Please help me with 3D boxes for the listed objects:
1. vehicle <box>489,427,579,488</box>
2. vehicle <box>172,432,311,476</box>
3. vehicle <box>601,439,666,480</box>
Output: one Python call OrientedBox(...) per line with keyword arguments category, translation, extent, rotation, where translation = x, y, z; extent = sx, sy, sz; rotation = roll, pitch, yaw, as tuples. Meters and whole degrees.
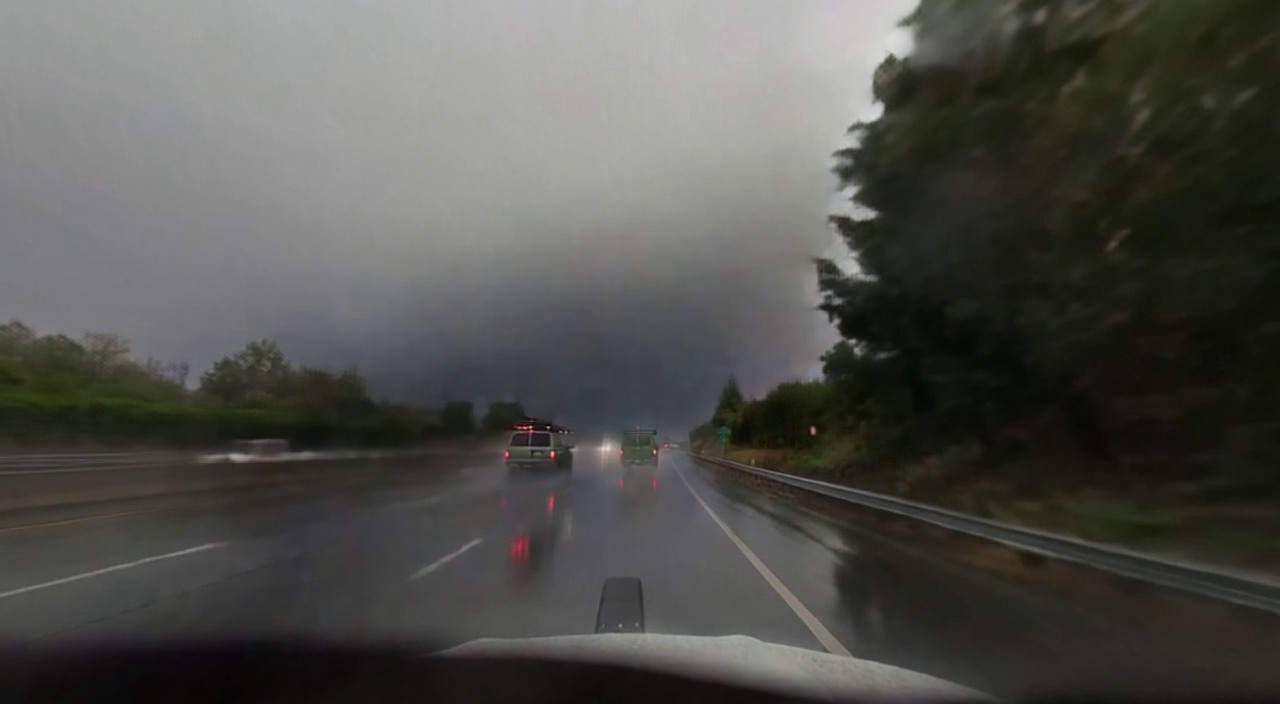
OrientedBox(category="vehicle", translation=(-3.679, 3.771, 22.825), extent=(2.250, 1.947, 4.860), rotation=(0, -9, 2))
OrientedBox(category="vehicle", translation=(-18.281, 4.734, 29.427), extent=(2.626, 1.852, 5.784), rotation=(0, -9, 1))
OrientedBox(category="vehicle", translation=(-0.185, 4.874, 28.821), extent=(2.715, 1.669, 5.163), rotation=(0, -9, 2))
